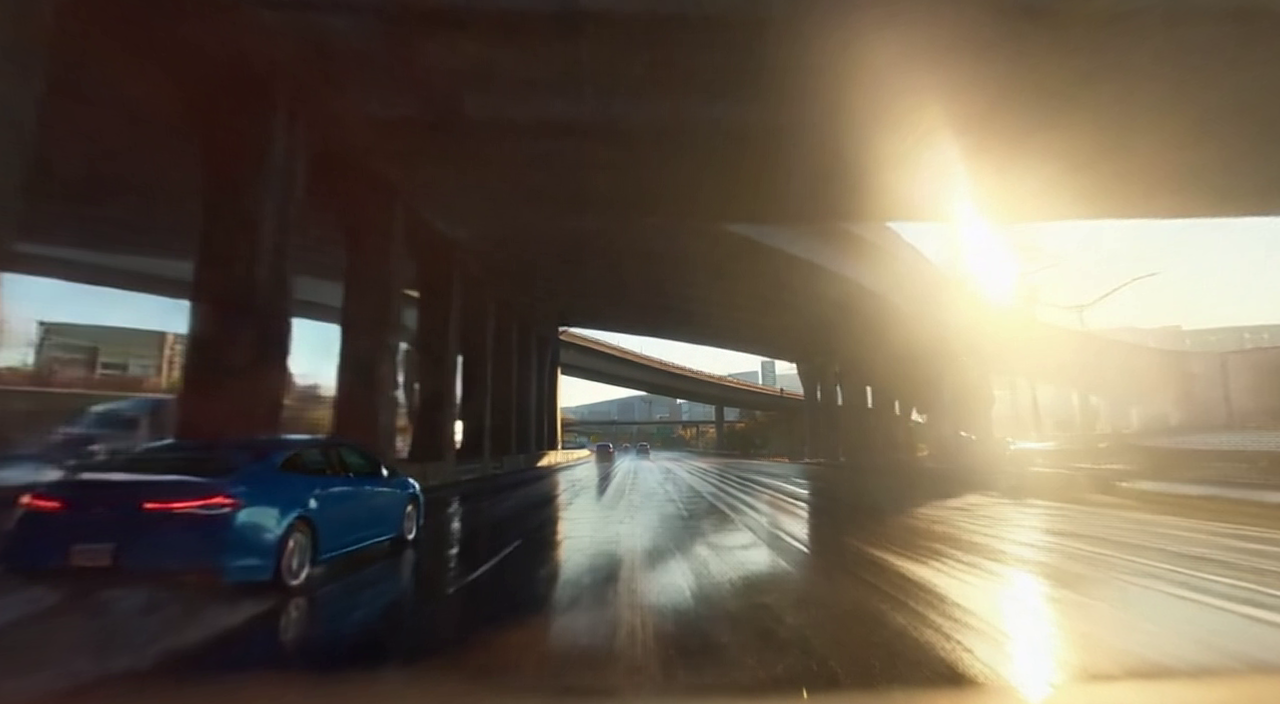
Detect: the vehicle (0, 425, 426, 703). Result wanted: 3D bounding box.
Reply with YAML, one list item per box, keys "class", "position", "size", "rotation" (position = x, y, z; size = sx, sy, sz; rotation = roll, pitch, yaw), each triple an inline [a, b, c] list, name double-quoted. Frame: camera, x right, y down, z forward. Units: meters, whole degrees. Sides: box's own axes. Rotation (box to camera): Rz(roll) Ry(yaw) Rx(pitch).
- class: "vehicle"
  position: [-3.645, 1.443, 5.430]
  size: [2.044, 1.478, 4.114]
  rotation: [0, -8, 2]
